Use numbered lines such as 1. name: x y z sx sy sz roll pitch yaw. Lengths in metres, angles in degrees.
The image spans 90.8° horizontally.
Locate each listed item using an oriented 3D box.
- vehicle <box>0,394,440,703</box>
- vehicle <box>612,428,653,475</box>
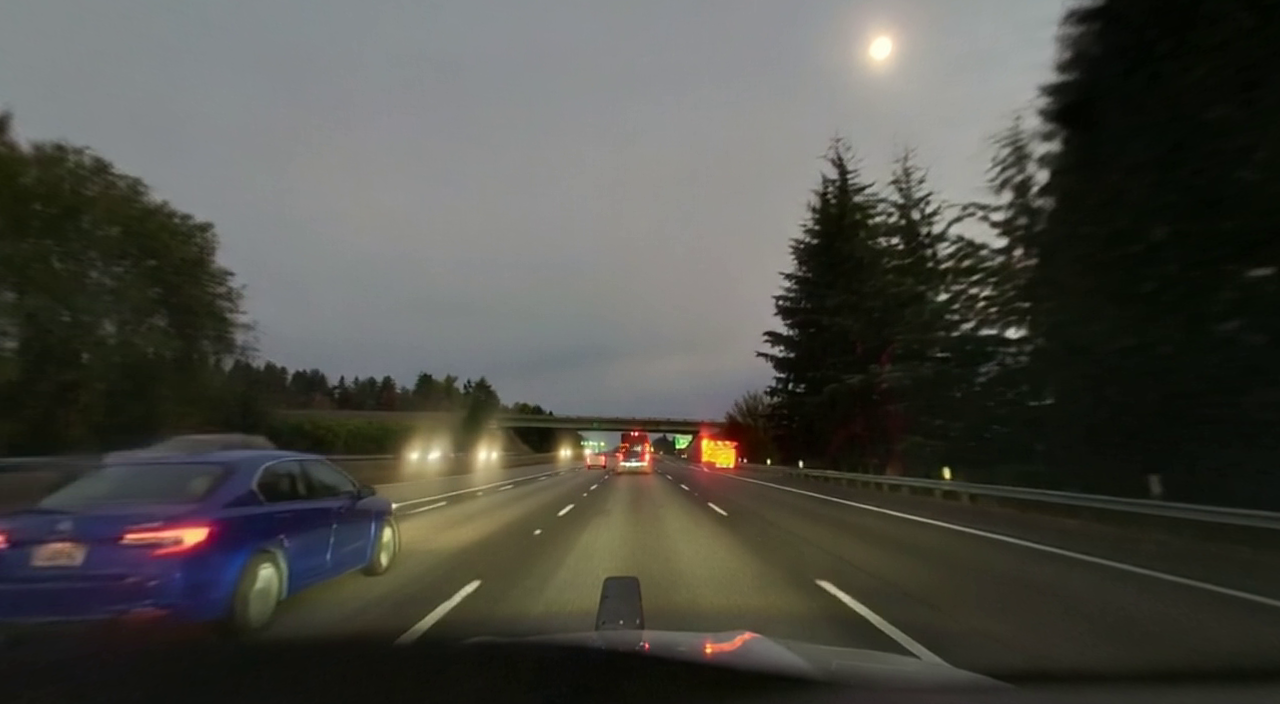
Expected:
1. vehicle: -3.351 1.346 5.057 2.088 1.643 4.215 0 -9 0
2. vehicle: -0.544 7.058 44.812 2.672 3.056 6.900 0 -9 -1
